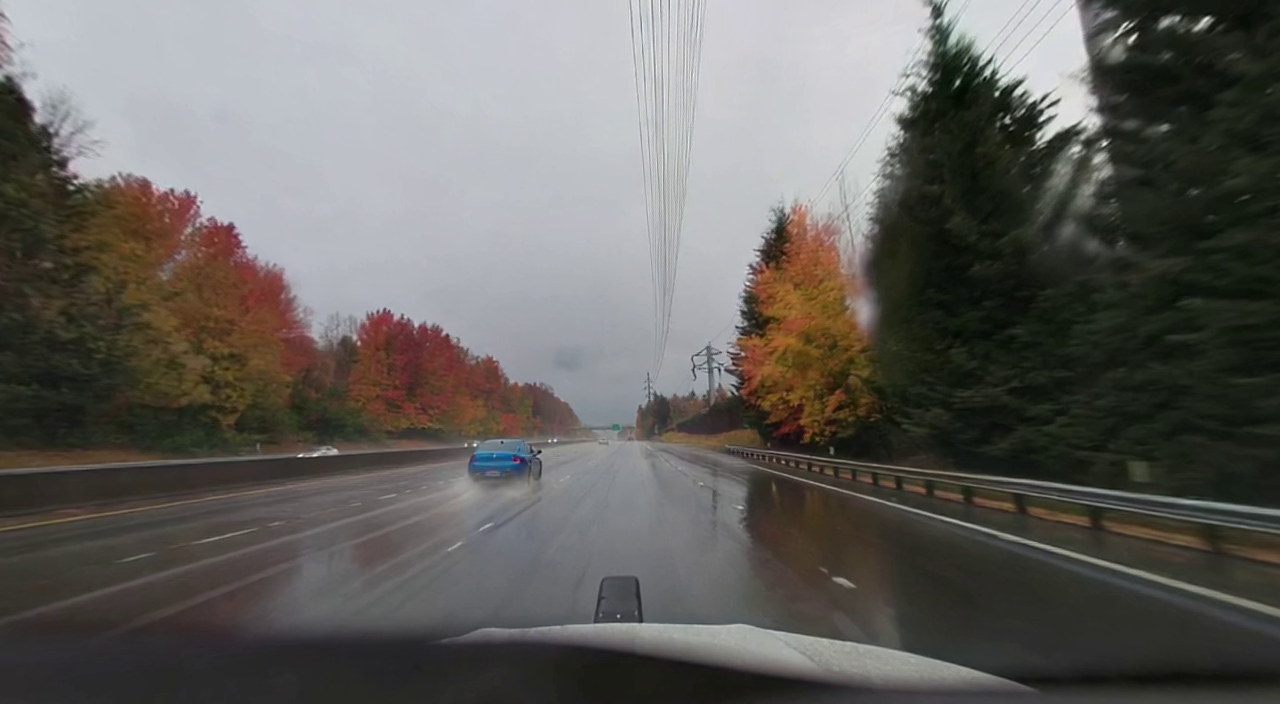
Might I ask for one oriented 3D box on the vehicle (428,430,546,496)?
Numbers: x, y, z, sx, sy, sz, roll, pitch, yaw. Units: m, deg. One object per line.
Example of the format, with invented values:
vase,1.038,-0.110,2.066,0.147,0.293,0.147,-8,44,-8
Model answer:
vehicle,-3.773,2.803,16.404,2.025,1.475,4.379,0,-8,-1
